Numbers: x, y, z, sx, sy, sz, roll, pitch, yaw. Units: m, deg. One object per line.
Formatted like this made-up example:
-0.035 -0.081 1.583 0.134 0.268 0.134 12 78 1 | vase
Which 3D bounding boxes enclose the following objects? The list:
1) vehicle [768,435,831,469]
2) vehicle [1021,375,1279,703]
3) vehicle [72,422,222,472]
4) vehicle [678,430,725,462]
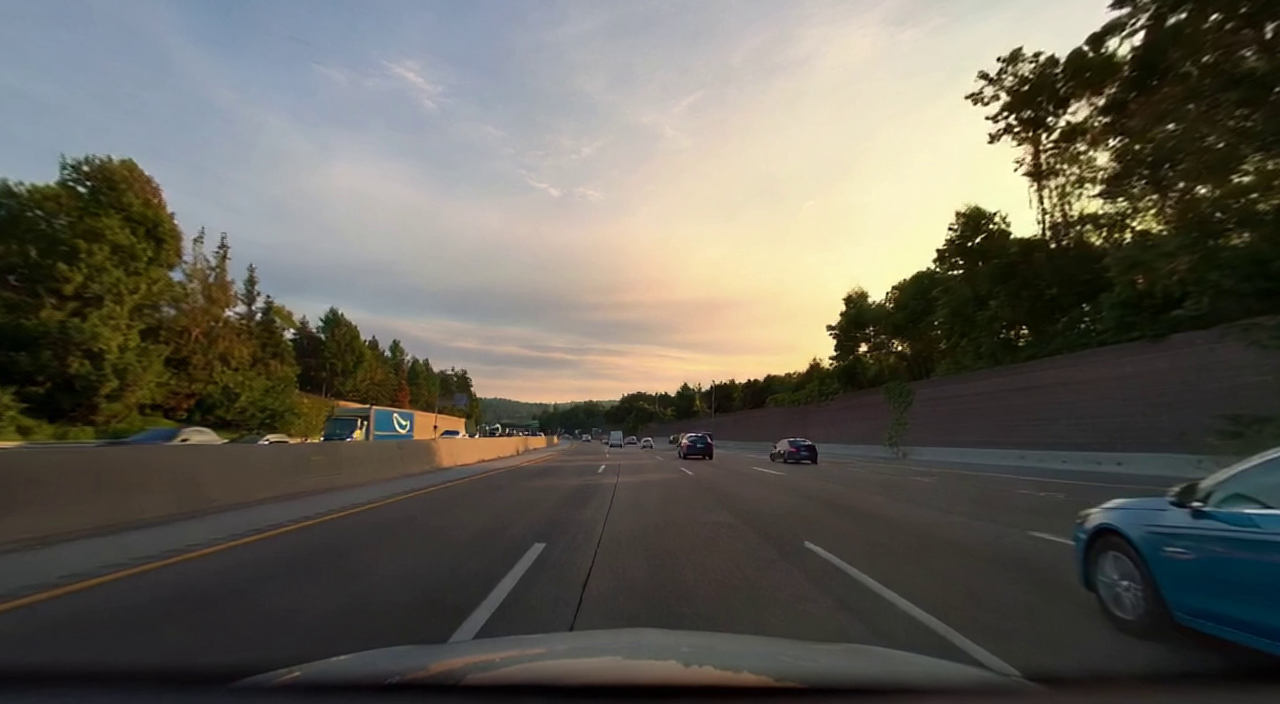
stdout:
7.566 4.785 30.319 1.798 1.473 4.077 0 -8 -2 | vehicle
3.848 0.872 2.616 2.101 1.574 3.857 0 -8 0 | vehicle
-17.204 3.340 22.306 1.994 1.597 4.074 0 -8 -1 | vehicle
3.571 5.580 37.436 2.141 1.732 4.279 0 -8 -3 | vehicle
